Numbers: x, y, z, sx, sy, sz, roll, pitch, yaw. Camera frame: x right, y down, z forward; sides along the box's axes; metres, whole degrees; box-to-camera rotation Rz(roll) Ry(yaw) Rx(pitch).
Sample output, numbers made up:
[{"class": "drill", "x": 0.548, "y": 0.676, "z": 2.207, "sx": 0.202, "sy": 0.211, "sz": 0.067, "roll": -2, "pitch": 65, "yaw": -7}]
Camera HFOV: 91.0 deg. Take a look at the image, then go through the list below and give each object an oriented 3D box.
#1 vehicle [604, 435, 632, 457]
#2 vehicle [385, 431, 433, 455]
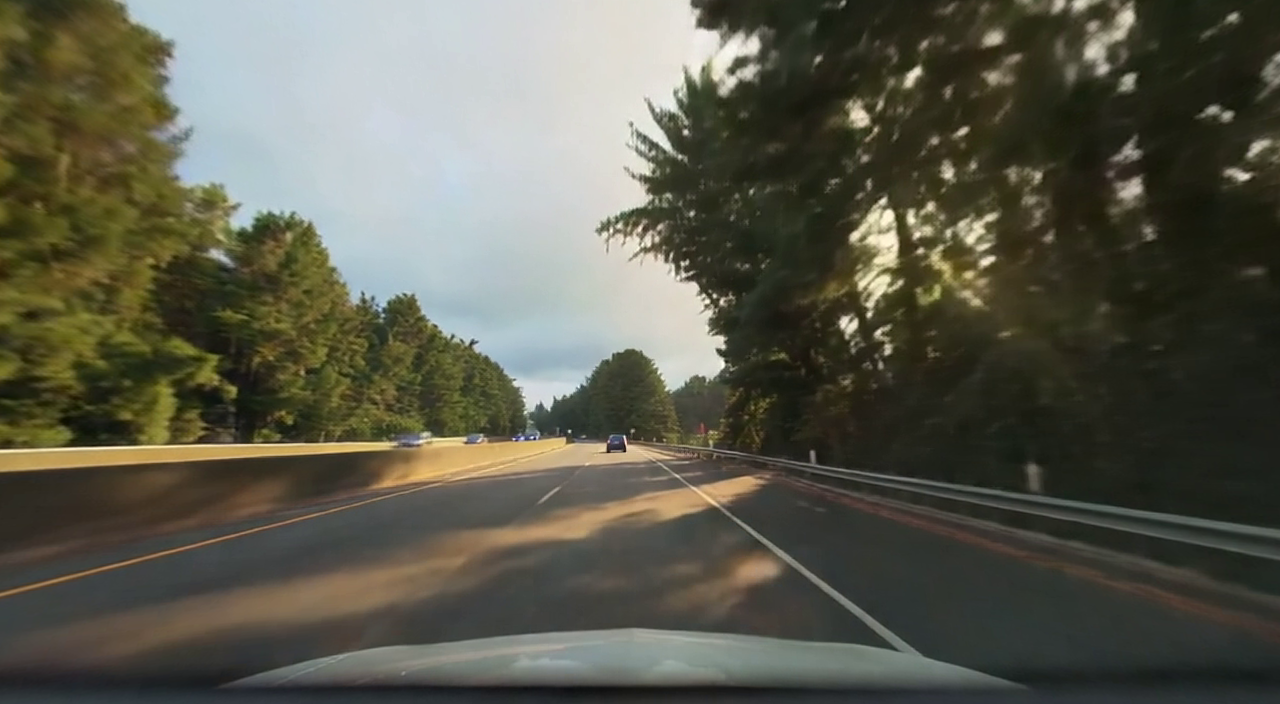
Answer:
[{"class": "vehicle", "x": -1.676, "y": 7.085, "z": 47.543, "sx": 2.004, "sy": 1.515, "sz": 3.968, "roll": 0, "pitch": -8, "yaw": -3}, {"class": "vehicle", "x": -15.978, "y": 6.313, "z": 43.752, "sx": 1.849, "sy": 1.585, "sz": 4.185, "roll": 0, "pitch": -8, "yaw": -1}]
